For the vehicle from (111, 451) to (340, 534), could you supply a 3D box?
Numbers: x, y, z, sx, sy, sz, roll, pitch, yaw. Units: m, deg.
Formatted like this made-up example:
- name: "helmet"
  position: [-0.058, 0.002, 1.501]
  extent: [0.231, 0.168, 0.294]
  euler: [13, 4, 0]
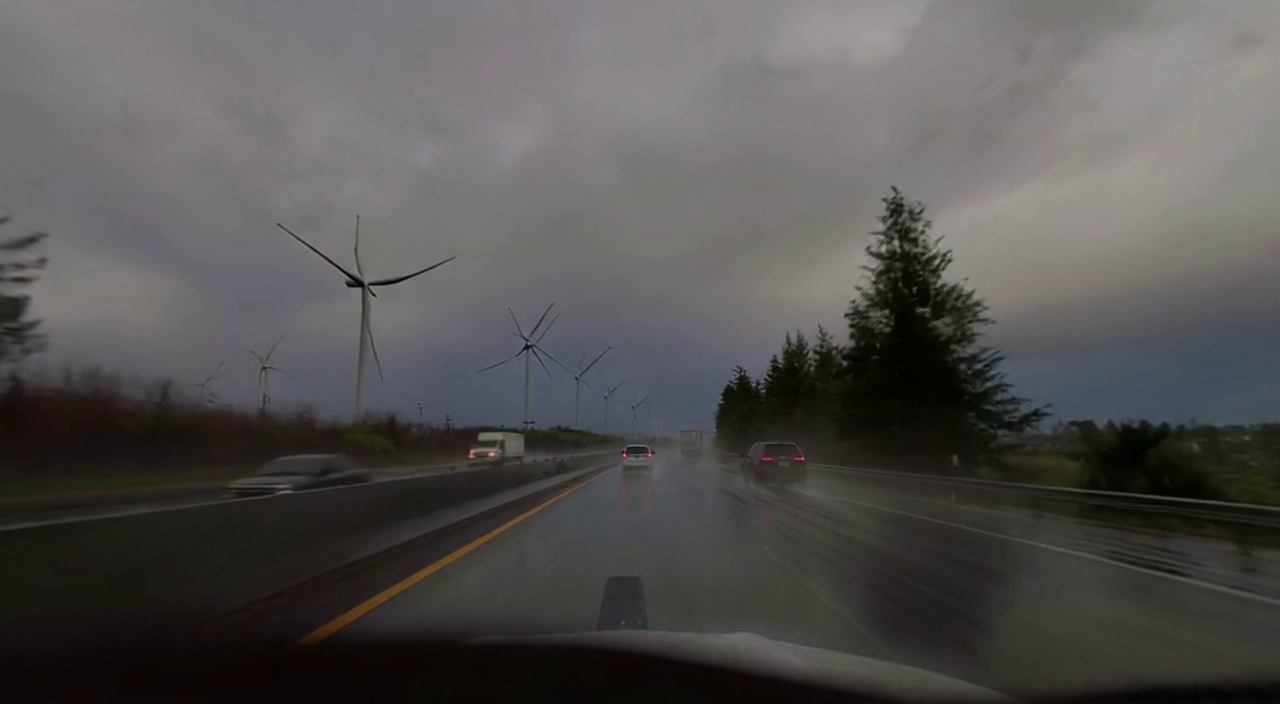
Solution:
- name: "vehicle"
  position: [-8.736, 2.956, 13.939]
  extent: [1.909, 1.502, 4.585]
  euler: [0, -9, 0]

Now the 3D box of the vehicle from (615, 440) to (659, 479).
- name: "vehicle"
  position: [-0.105, 5.248, 30.910]
  extent: [2.038, 1.723, 4.150]
  euler: [0, -9, 1]

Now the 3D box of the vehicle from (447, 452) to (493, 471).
- name: "vehicle"
  position: [-12.490, 8.090, 46.621]
  extent: [2.143, 1.327, 4.511]
  euler: [0, -9, 1]

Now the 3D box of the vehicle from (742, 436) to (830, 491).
- name: "vehicle"
  position: [4.948, 3.873, 22.119]
  extent: [2.040, 1.721, 4.507]
  euler: [0, -9, 1]
